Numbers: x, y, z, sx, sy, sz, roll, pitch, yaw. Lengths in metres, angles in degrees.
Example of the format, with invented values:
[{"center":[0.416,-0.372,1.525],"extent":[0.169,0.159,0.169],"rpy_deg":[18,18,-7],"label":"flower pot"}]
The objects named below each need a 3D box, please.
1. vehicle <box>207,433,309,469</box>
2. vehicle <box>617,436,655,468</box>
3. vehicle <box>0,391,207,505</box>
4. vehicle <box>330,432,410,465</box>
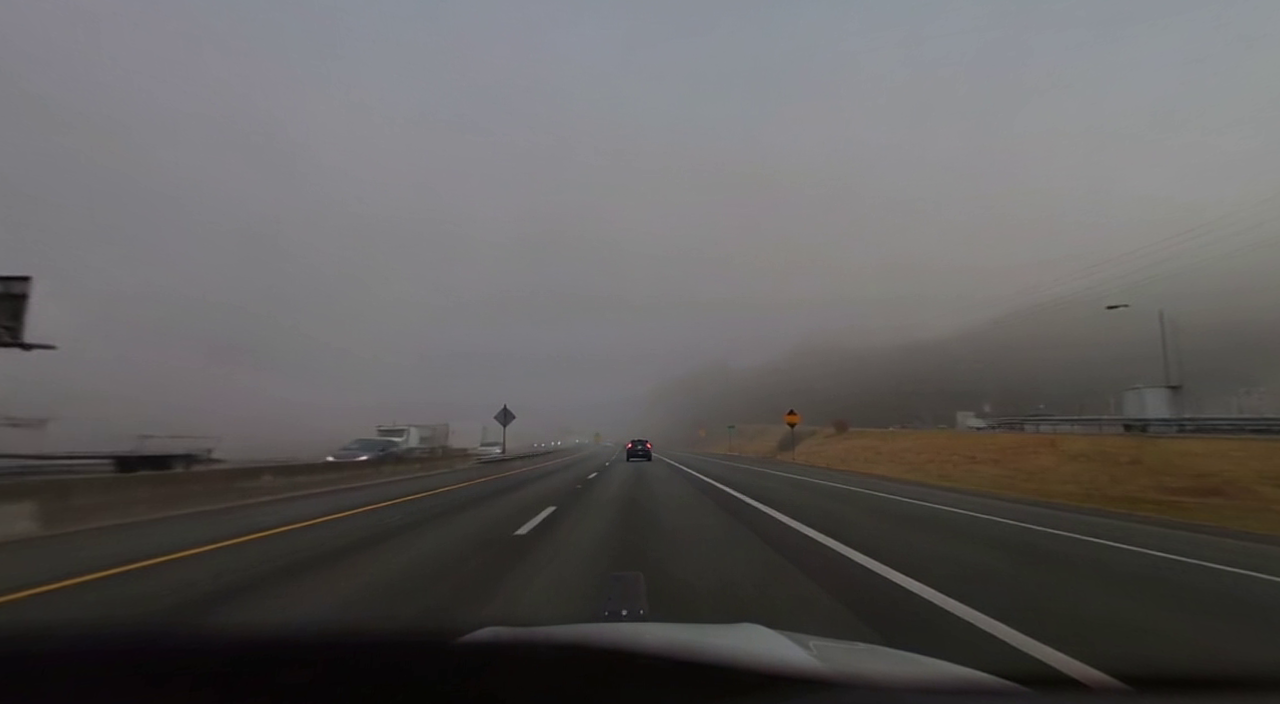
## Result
[{"center":[-22.302,5.828,37.034],"extent":[2.308,1.924,5.804],"rpy_deg":[0,-8,0],"label":"vehicle"},{"center":[-0.278,5.714,36.038],"extent":[2.029,1.666,4.064],"rpy_deg":[0,-8,-2],"label":"vehicle"},{"center":[-17.352,2.174,14.093],"extent":[2.980,2.800,17.319],"rpy_deg":[0,-8,1],"label":"vehicle"},{"center":[-17.725,6.375,41.671],"extent":[2.609,2.002,6.224],"rpy_deg":[0,-8,-1],"label":"vehicle"}]
